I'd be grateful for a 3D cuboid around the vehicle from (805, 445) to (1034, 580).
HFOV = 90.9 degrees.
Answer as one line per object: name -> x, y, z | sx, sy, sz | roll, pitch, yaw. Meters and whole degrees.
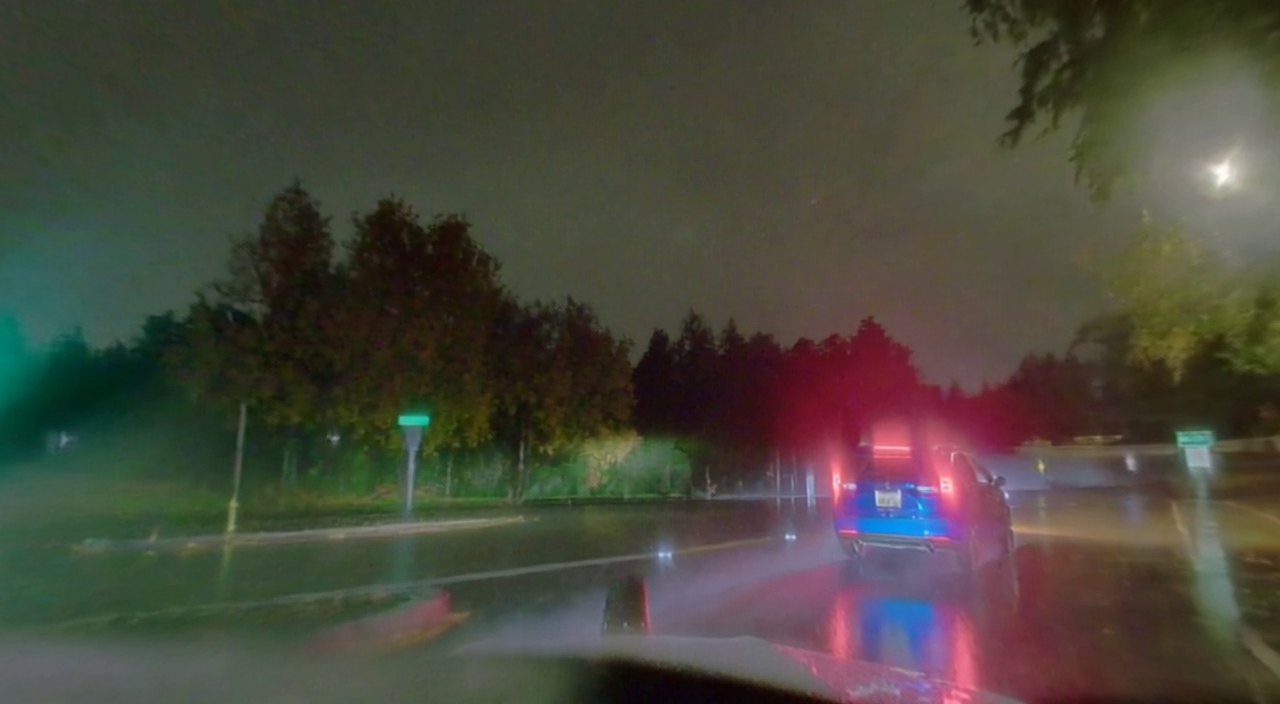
vehicle -> 4.394, 2.183, 9.567 | 2.148, 1.521, 4.089 | -6, -10, 38
